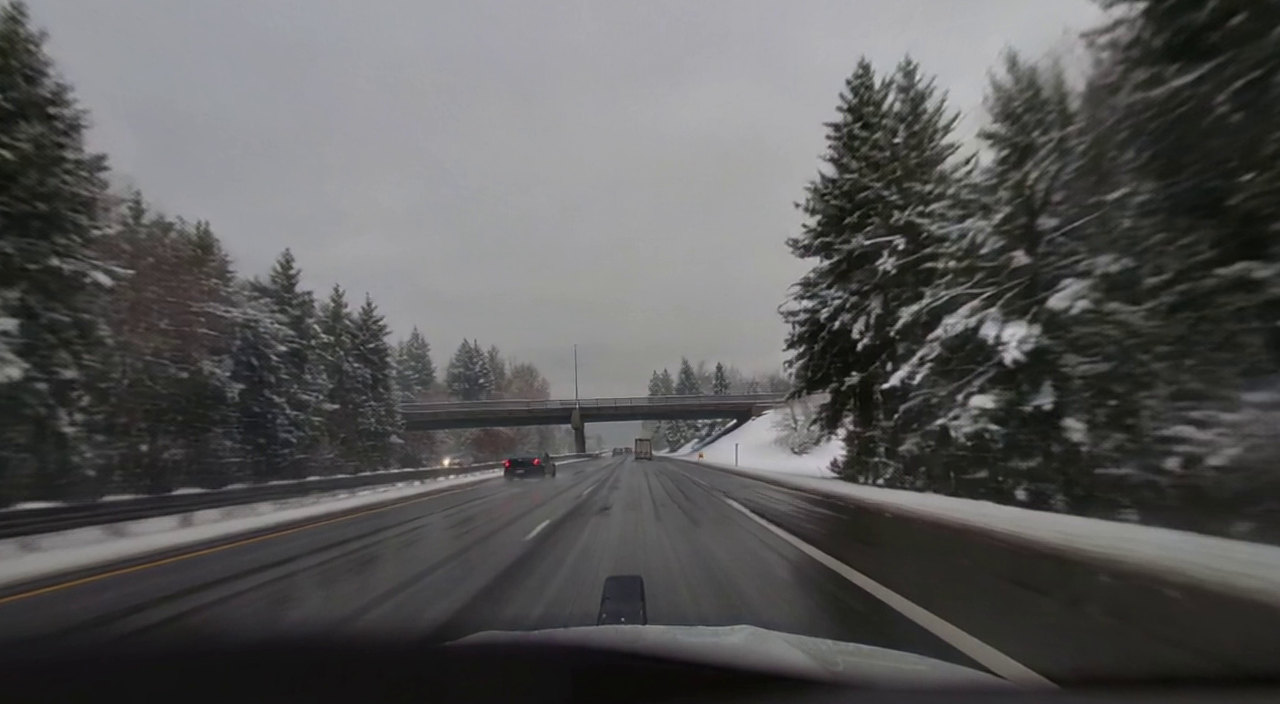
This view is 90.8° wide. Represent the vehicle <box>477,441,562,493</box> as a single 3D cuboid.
[{"bbox_3d":[-4.098,3.990,22.237,2.076,1.637,4.526,0,-9,0],"label":"vehicle"}]
